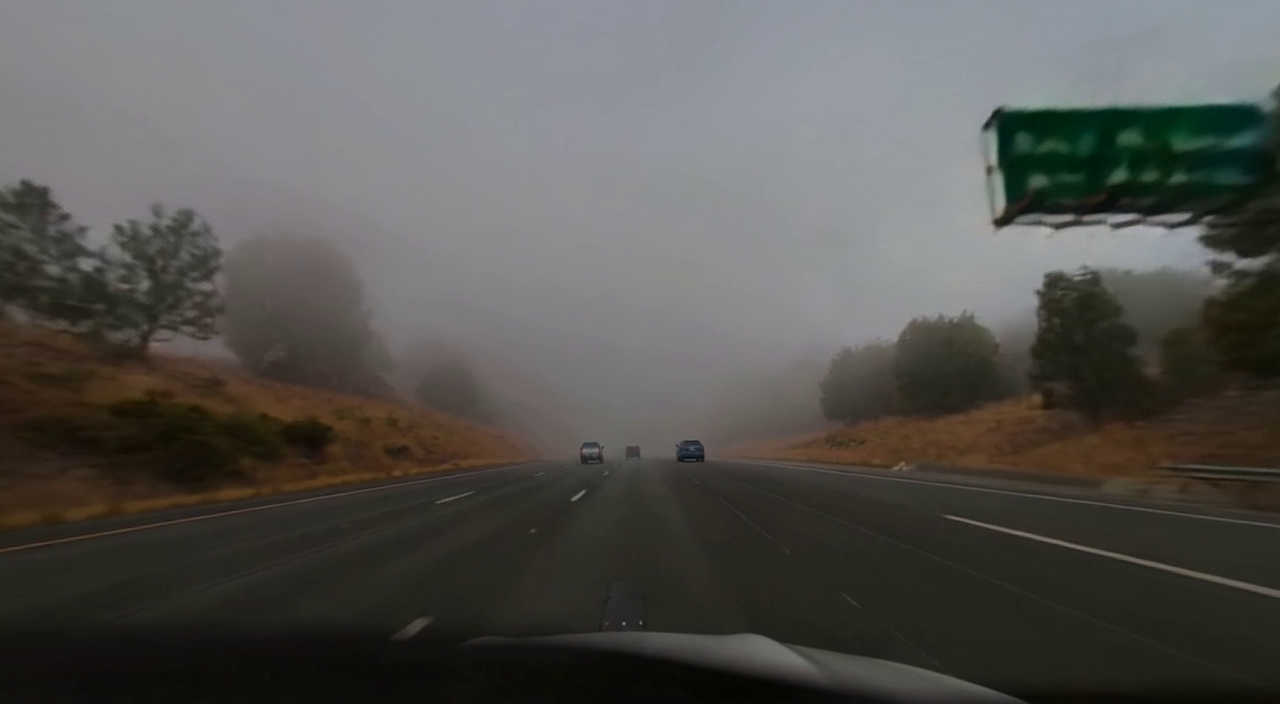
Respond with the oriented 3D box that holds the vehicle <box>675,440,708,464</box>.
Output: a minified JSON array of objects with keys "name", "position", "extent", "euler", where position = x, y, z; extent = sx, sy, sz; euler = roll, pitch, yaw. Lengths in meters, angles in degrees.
[{"name":"vehicle","position":[3.876,7.559,47.717],"extent":[1.995,1.712,4.206],"euler":[0,-8,-2]}]
